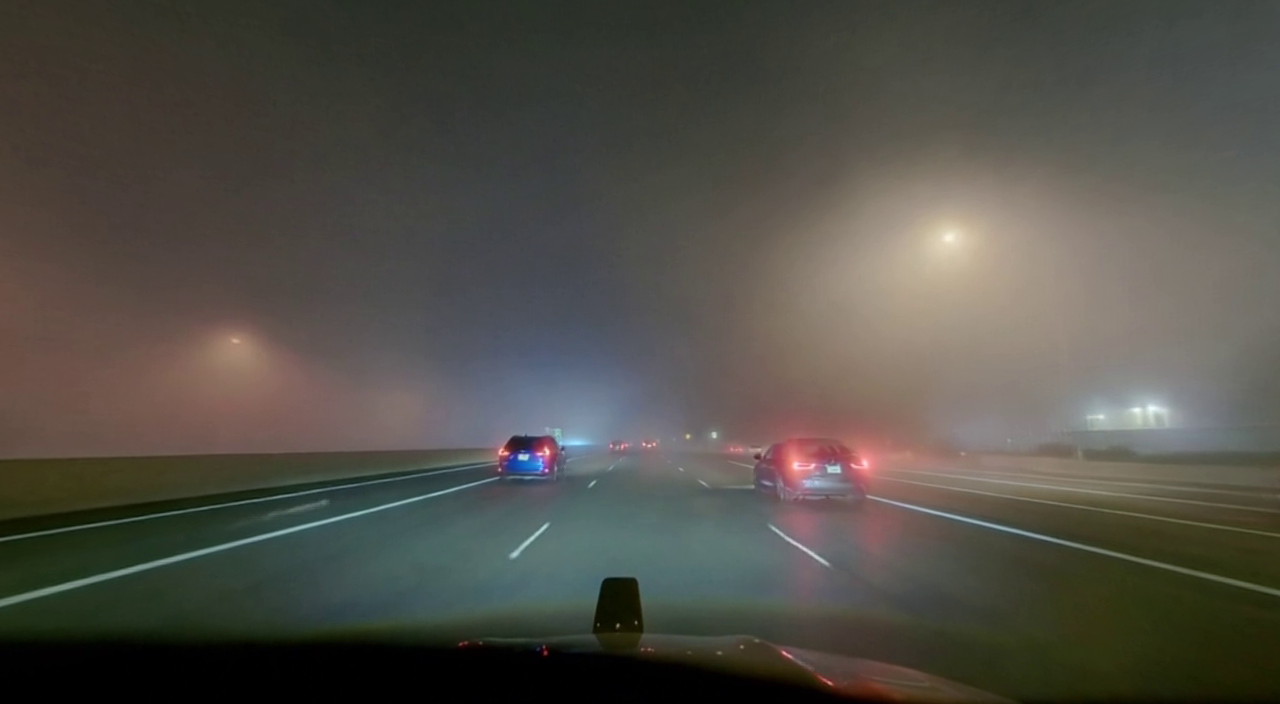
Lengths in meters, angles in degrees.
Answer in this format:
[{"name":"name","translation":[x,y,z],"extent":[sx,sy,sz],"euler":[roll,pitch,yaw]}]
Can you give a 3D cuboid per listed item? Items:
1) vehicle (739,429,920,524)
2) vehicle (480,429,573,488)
[{"name":"vehicle","translation":[3.516,2.427,12.940],"extent":[2.107,1.550,4.949],"euler":[0,-9,-1]},{"name":"vehicle","translation":[-3.642,3.536,21.217],"extent":[2.193,1.746,4.512],"euler":[0,-9,1]}]
